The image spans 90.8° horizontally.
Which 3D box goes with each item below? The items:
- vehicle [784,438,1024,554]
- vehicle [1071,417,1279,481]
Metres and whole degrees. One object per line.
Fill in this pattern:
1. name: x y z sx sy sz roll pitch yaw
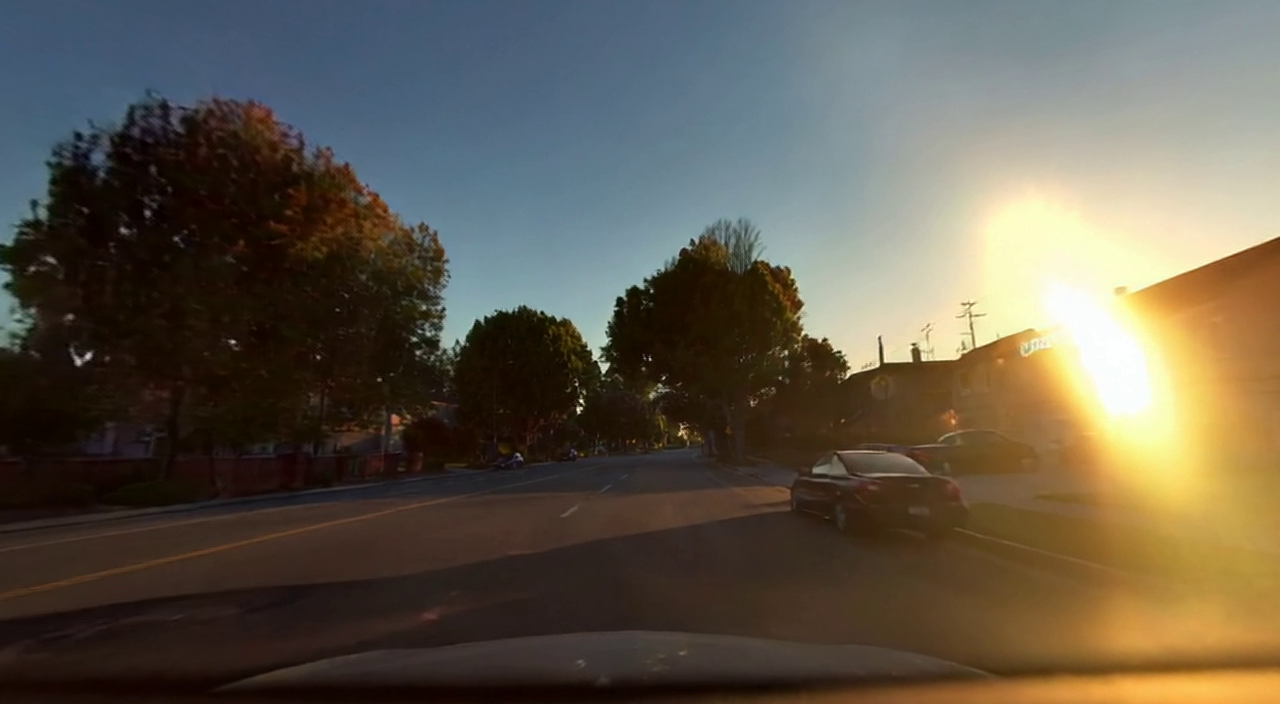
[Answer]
1. vehicle: 4.009 2.248 10.738 2.080 1.503 4.821 0 -8 1
2. vehicle: 15.605 2.842 18.556 4.290 1.717 2.013 -1 -8 7
